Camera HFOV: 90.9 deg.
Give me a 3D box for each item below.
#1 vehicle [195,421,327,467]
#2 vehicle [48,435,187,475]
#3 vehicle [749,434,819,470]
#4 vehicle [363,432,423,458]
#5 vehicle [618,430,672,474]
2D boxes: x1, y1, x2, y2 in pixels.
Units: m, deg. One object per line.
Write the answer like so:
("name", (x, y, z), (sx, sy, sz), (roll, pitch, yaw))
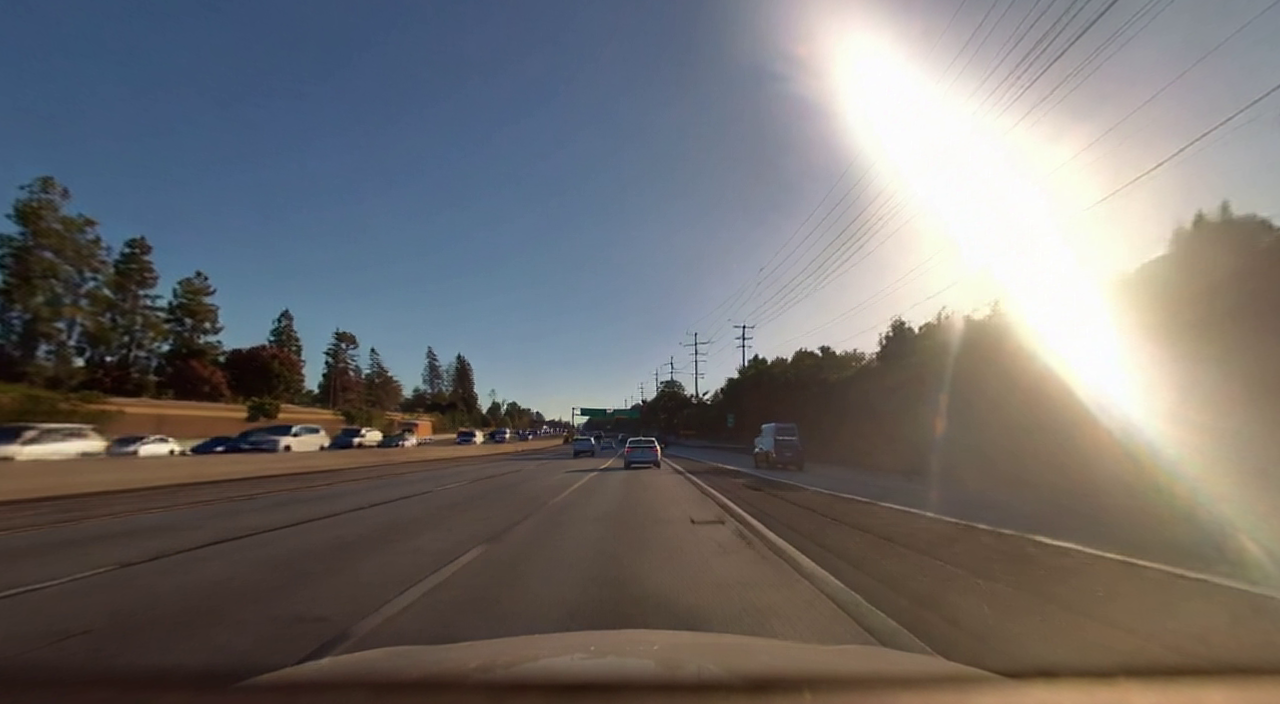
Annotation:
("vehicle", (-16.511, 4.084, 27.969), (2.188, 1.786, 5.759), (0, -8, 1))
("vehicle", (-20.200, 3.982, 24.659), (1.824, 1.414, 4.289), (0, -8, -1))
("vehicle", (7.343, 5.159, 32.728), (2.099, 1.720, 4.829), (1, -8, -5))
("vehicle", (-16.154, 6.147, 41.531), (2.055, 1.611, 4.851), (0, -8, 0))
("vehicle", (0.172, 4.456, 28.265), (2.192, 1.769, 4.287), (0, -8, -1))
